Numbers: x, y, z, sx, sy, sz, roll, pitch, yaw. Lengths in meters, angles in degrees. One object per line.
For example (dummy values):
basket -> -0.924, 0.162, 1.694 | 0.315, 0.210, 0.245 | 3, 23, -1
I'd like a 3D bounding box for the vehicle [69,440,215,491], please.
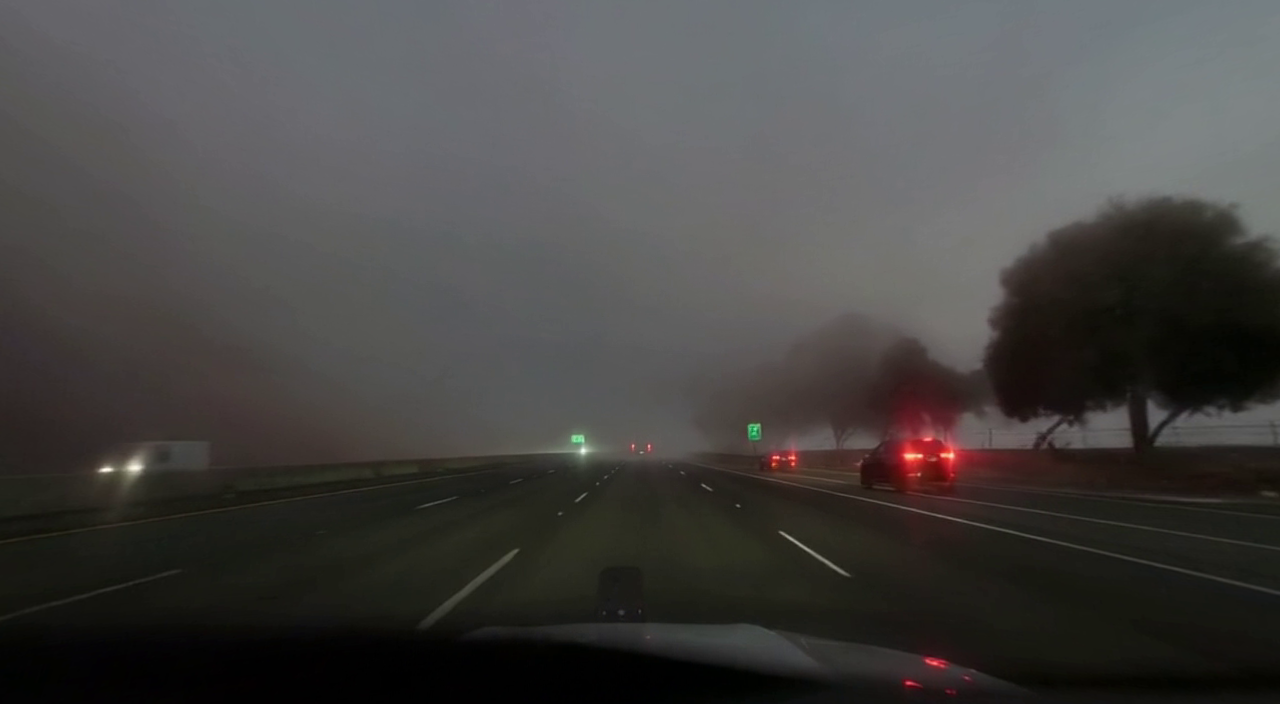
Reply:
vehicle -> -23.883, 5.454, 30.686 | 2.340, 2.235, 5.702 | 0, -9, 1
